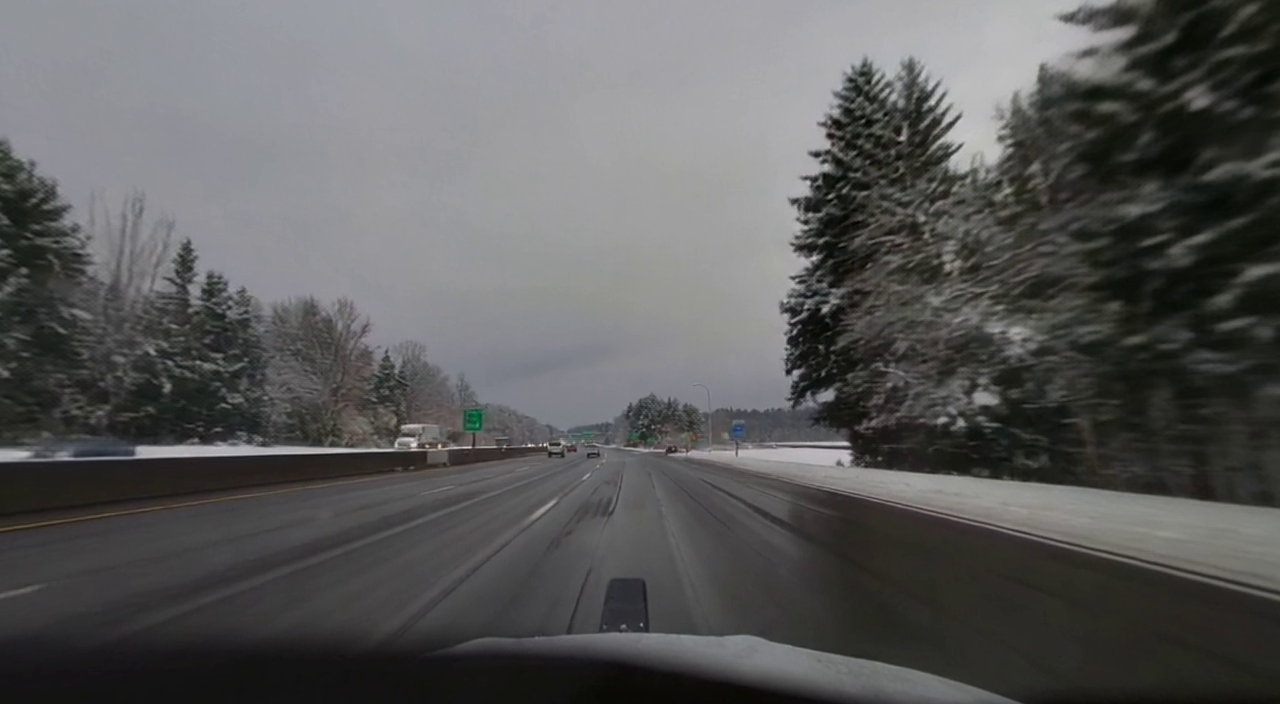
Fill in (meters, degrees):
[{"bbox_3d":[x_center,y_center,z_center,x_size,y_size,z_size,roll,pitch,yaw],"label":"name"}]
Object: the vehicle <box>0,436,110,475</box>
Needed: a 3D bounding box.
[{"bbox_3d":[-24.760,4.282,26.209,1.765,1.480,3.908,0,-8,0],"label":"vehicle"}]
